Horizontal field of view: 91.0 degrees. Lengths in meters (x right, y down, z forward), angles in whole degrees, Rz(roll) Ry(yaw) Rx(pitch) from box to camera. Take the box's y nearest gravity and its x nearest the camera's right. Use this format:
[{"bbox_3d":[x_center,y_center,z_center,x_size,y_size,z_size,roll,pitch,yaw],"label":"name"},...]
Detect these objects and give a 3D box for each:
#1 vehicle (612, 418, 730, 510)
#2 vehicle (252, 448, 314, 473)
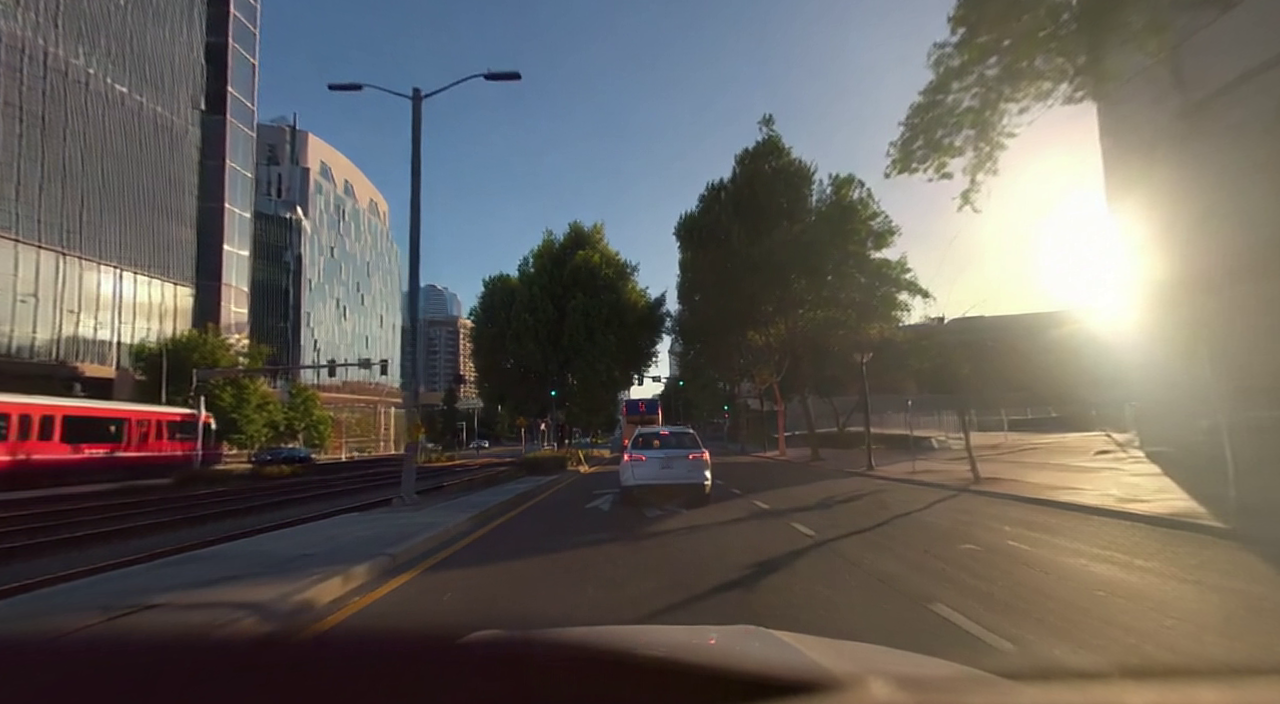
[{"bbox_3d":[0.541,2.387,13.785,2.190,1.684,4.084,0,-9,-1],"label":"vehicle"},{"bbox_3d":[-23.423,7.106,41.471,1.900,1.465,4.781,1,-9,-8],"label":"vehicle"}]
